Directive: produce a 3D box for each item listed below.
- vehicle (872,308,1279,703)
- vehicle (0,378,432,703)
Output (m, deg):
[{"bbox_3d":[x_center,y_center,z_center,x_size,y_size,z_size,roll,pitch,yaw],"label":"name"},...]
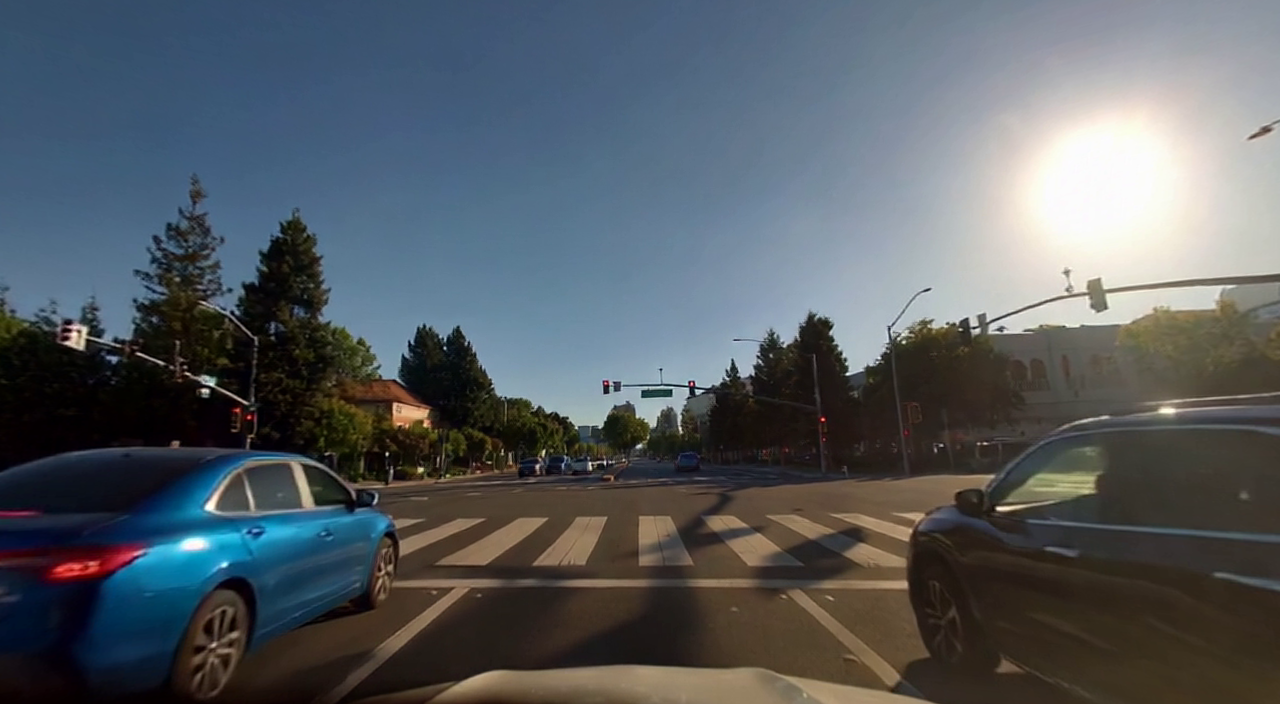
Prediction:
[{"bbox_3d":[2.873,0.838,2.628,2.099,1.671,4.491,0,-8,0],"label":"vehicle"},{"bbox_3d":[-3.011,1.122,4.107,1.969,1.513,3.773,0,-8,1],"label":"vehicle"}]
